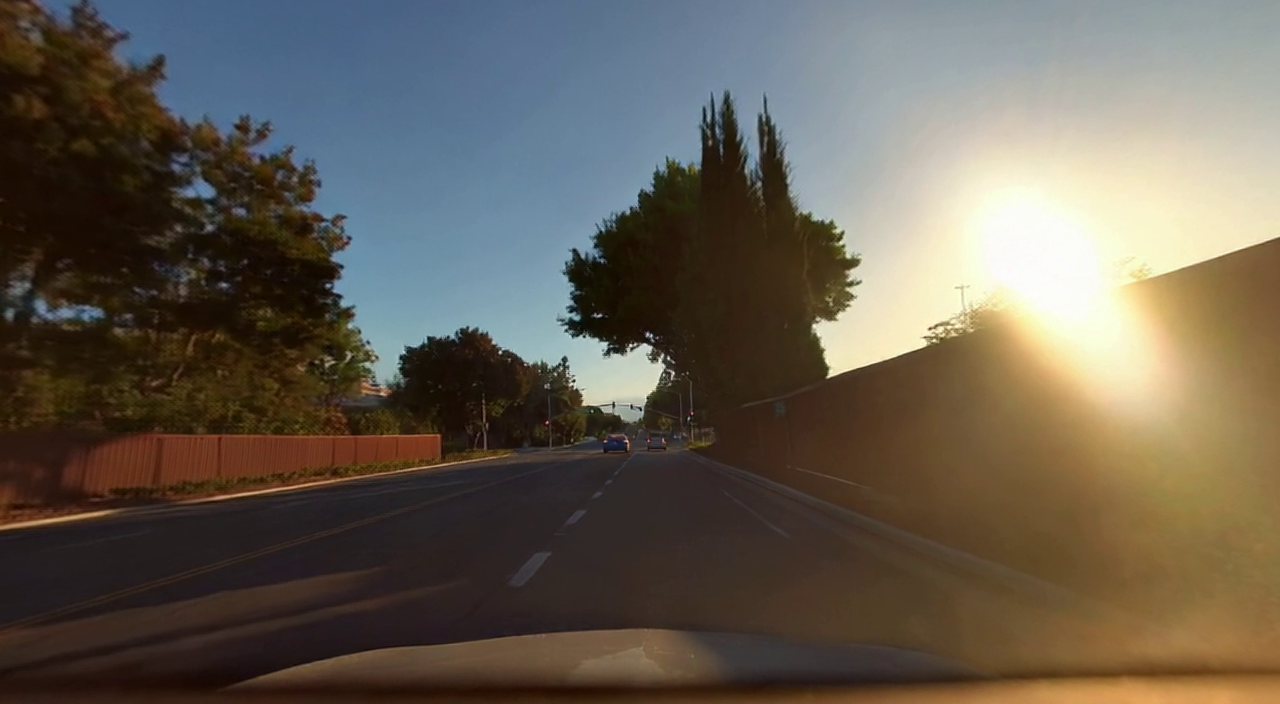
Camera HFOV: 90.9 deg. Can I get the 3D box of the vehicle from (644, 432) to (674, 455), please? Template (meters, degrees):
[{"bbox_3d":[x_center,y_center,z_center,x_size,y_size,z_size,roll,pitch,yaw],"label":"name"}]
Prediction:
[{"bbox_3d":[1.386,6.940,47.698,2.127,1.665,3.993,0,-8,0],"label":"vehicle"}]
